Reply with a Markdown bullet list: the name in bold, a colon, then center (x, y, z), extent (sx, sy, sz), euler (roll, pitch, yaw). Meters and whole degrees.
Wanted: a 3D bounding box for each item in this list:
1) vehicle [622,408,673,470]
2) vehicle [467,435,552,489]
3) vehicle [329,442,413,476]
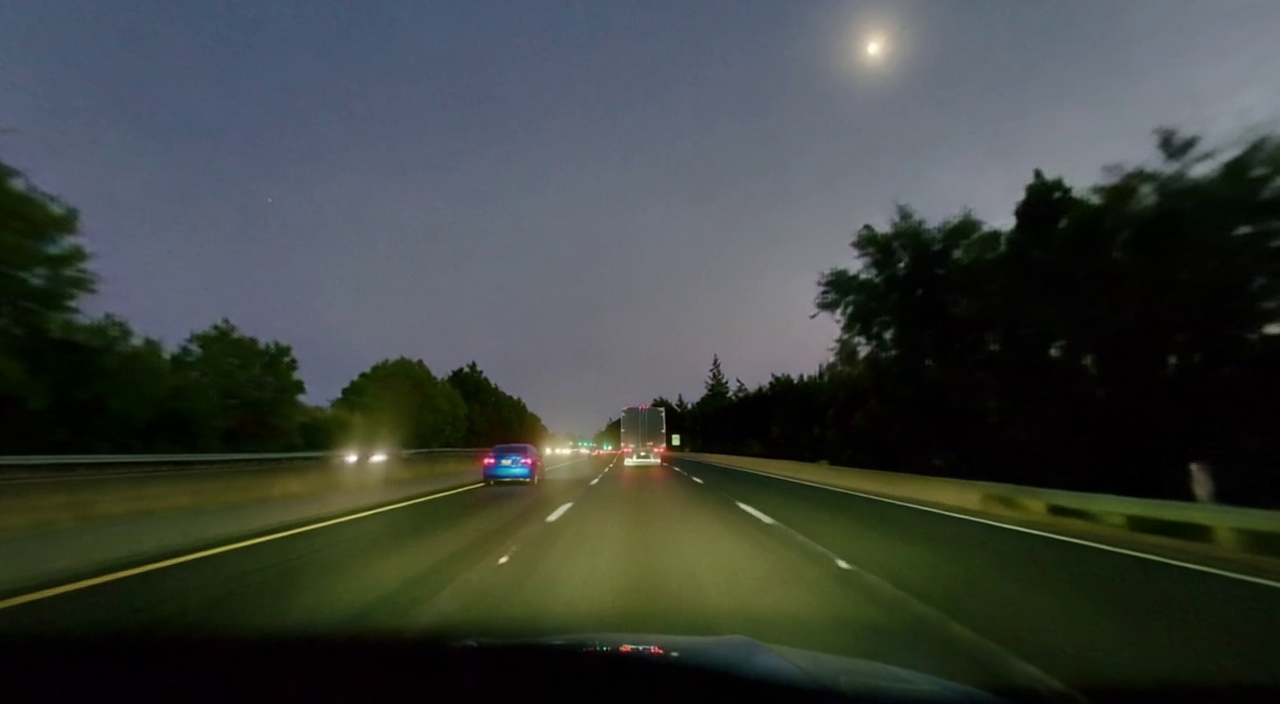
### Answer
- **vehicle**: center (0.319, 5.872, 42.040), extent (2.893, 3.628, 9.081), euler (0, -9, -3)
- **vehicle**: center (-4.187, 3.622, 20.919), extent (1.977, 1.602, 3.944), euler (0, -9, 0)
- **vehicle**: center (-12.796, 5.119, 30.322), extent (1.933, 1.495, 4.717), euler (0, -9, 0)
